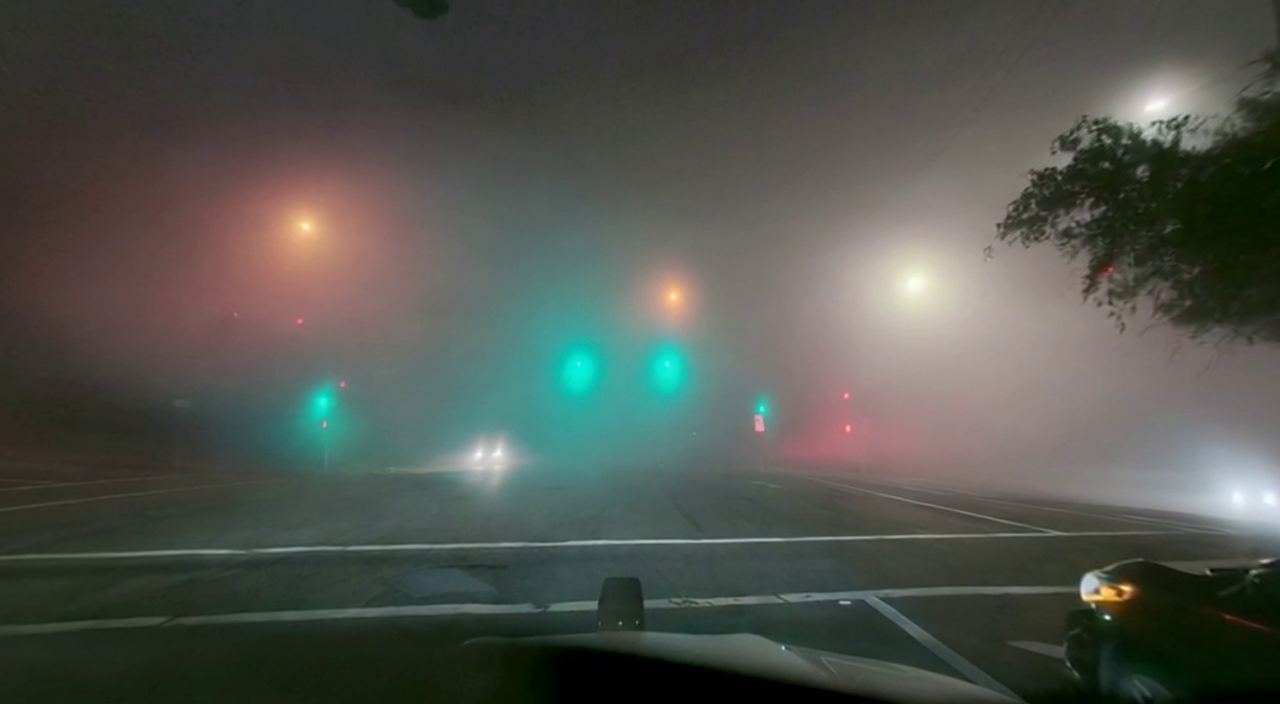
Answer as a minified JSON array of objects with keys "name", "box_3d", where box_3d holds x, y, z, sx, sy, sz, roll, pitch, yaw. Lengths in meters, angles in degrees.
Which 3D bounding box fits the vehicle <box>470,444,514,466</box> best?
[{"name":"vehicle","box_3d":[-10.429,7.254,44.726,1.983,1.482,4.190,-1,-8,2]}]

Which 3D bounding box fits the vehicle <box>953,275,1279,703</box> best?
[{"name":"vehicle","box_3d":[3.242,0.625,1.728,2.256,1.856,4.840,0,-8,0]}]
